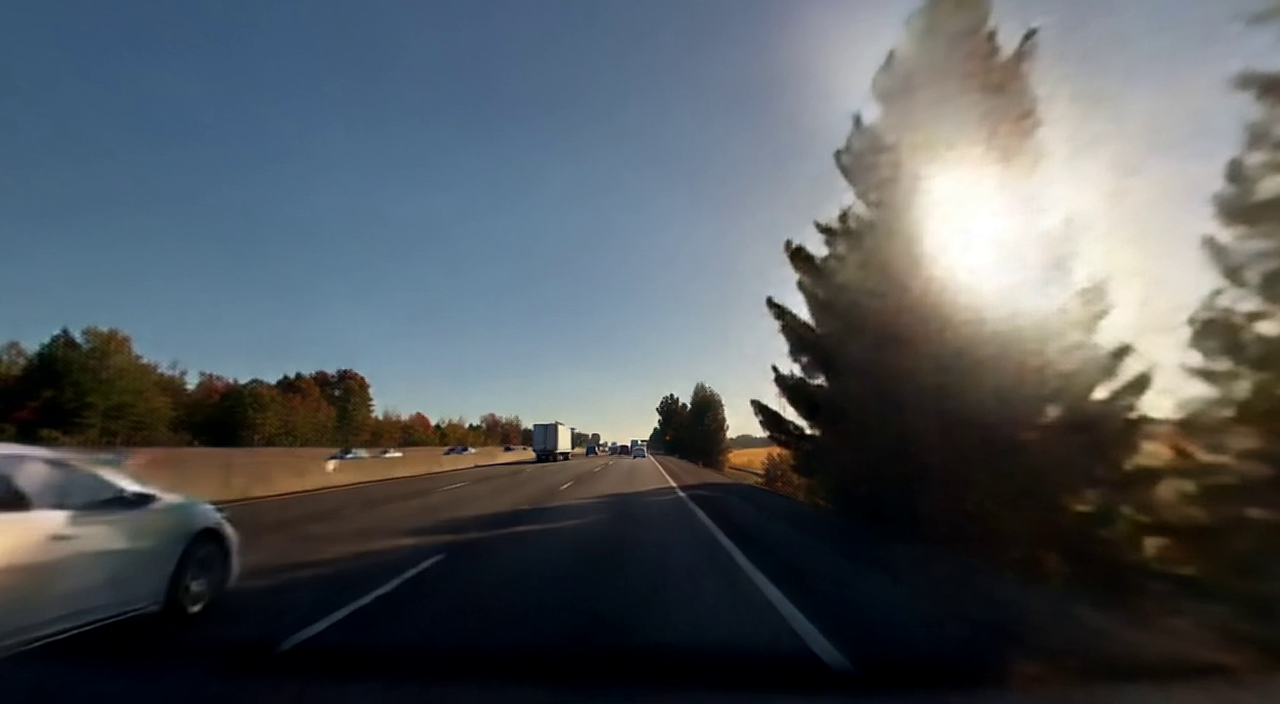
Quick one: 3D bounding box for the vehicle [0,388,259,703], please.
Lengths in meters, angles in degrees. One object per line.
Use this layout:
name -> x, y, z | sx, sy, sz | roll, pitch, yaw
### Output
vehicle -> -3.854, 0.850, 2.172 | 2.028, 1.553, 4.820 | 0, -9, 0
